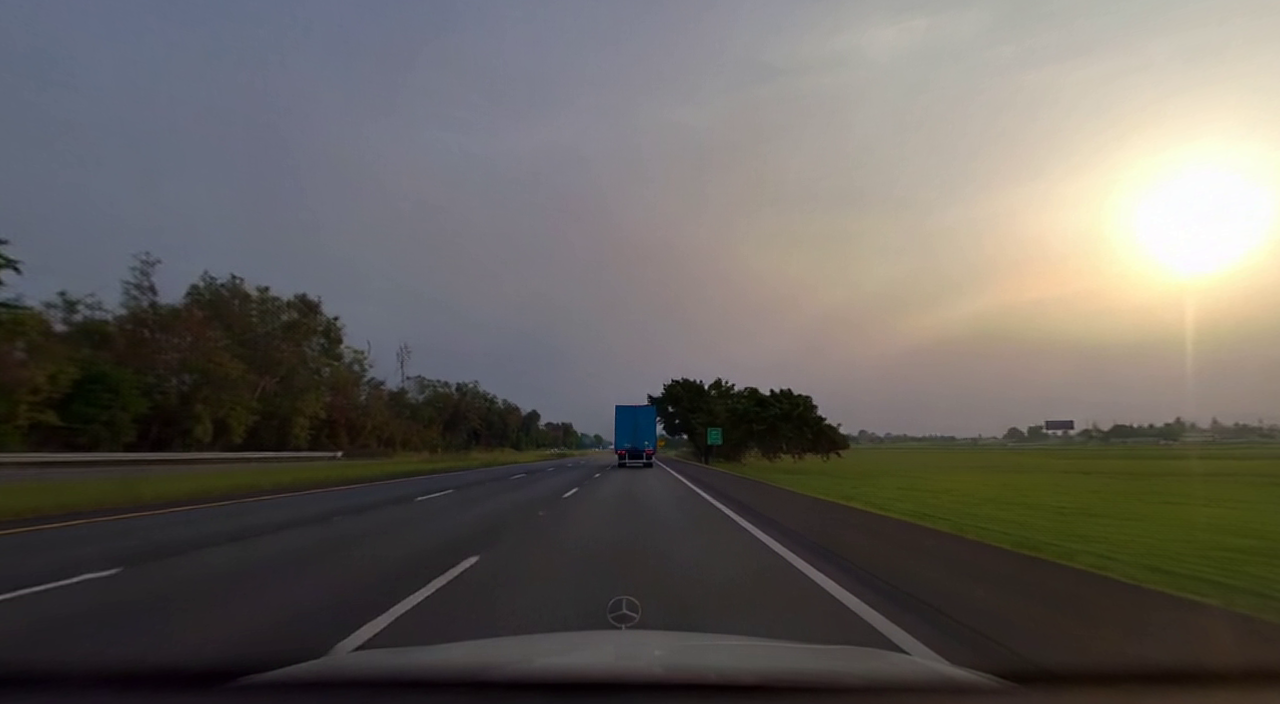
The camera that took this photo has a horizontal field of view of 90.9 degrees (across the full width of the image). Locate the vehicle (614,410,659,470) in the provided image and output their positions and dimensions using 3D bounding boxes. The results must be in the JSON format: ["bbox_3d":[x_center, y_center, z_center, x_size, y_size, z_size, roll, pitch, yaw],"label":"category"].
[{"bbox_3d":[-0.313,6.672,47.393,2.982,3.947,11.075,0,-9,-1],"label":"vehicle"}]
